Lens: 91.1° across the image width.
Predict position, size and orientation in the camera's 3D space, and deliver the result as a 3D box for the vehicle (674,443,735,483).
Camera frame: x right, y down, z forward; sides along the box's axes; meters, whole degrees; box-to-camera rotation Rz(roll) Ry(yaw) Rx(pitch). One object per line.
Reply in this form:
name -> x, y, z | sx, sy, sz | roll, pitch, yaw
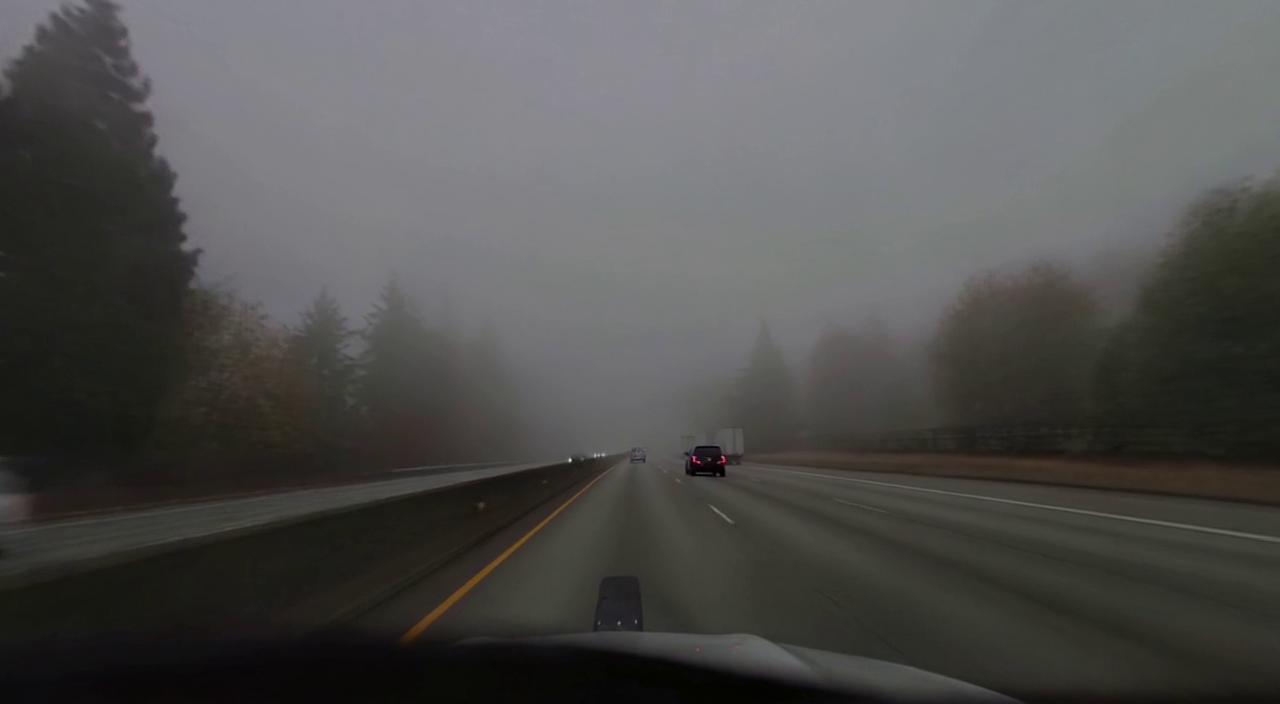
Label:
vehicle -> 2.787, 4.915, 28.176 | 2.123, 1.620, 4.959 | 0, -9, -1
